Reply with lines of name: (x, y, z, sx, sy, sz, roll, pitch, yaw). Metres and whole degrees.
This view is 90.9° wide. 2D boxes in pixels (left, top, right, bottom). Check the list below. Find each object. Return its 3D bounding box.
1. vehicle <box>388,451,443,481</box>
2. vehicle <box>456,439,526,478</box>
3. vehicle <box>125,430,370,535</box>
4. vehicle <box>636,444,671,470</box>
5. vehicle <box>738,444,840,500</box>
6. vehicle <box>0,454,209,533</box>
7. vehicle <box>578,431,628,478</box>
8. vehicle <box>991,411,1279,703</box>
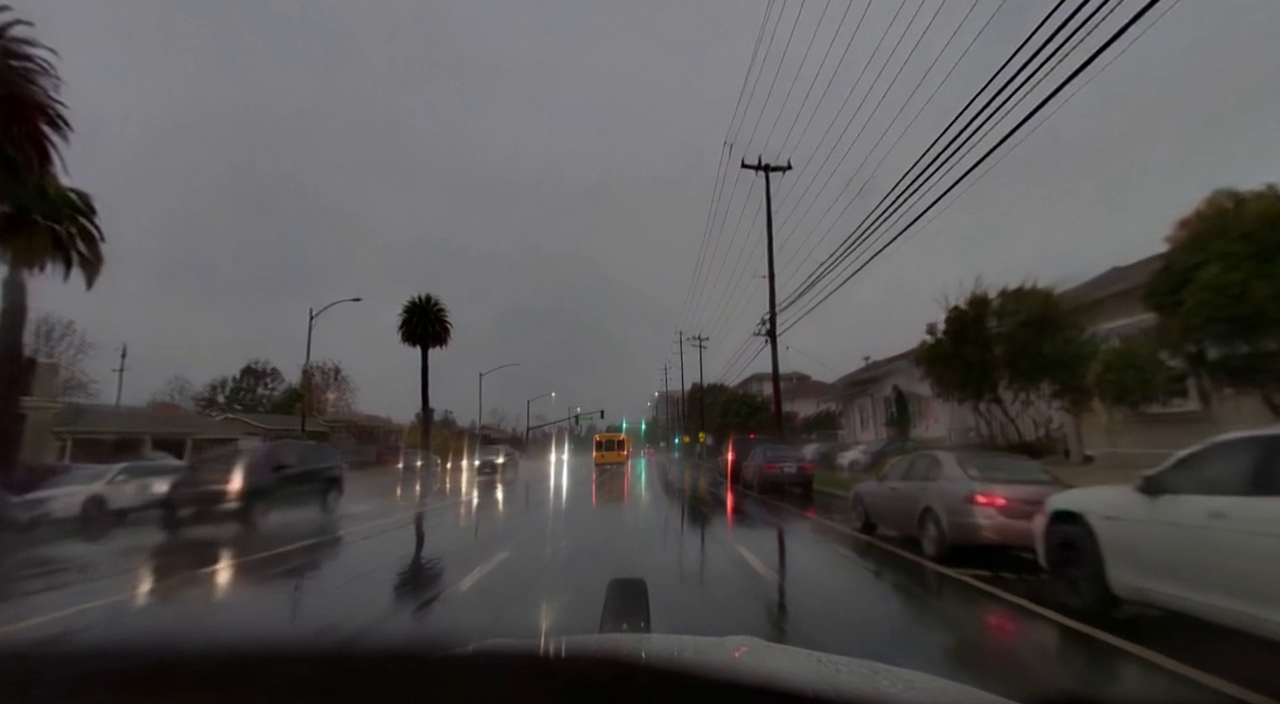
vehicle: (-15.255, 7.739, 43.044, 1.993, 1.639, 5.065, -5, -8, -2)
vehicle: (-8.532, 6.158, 36.694, 2.653, 1.964, 5.699, -3, -9, 0)
vehicle: (-7.887, 2.650, 13.448, 2.096, 1.798, 4.831, 0, -9, 0)
vehicle: (0.890, 6.555, 39.414, 2.063, 1.495, 3.849, 0, -9, 2)
vehicle: (4.304, 3.534, 19.029, 1.838, 1.458, 4.750, 0, -9, -1)
vehicle: (-14.178, 3.678, 16.988, 2.041, 1.643, 4.665, -5, -9, -3)
vehicle: (-1.679, 4.834, 29.912, 2.168, 2.040, 4.527, 0, -9, -2)
vehicle: (4.144, 1.116, 3.458, 1.946, 1.530, 4.240, 0, -9, 0)
